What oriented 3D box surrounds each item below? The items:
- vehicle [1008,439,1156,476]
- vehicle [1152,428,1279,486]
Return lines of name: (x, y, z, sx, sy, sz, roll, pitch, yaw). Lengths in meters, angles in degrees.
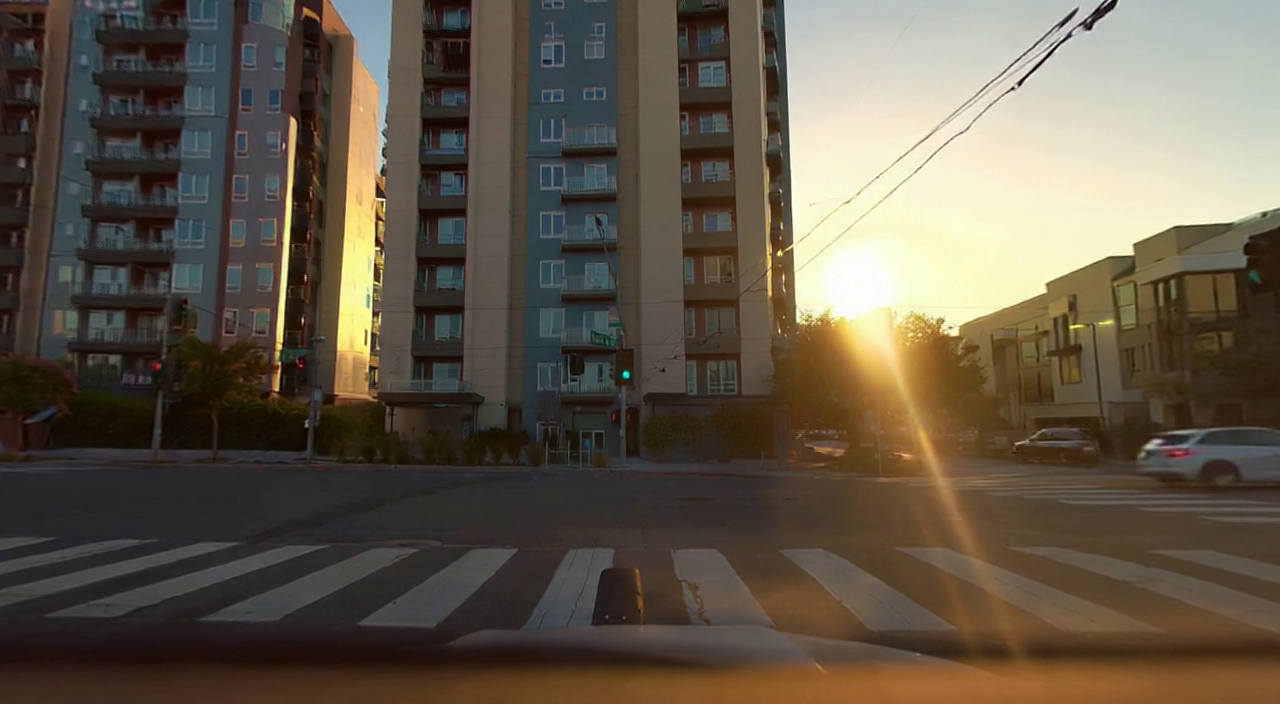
vehicle: (18.596, 4.459, 26.688, 4.823, 1.458, 1.914, 0, -9, -1)
vehicle: (20.313, 3.450, 20.800, 4.980, 1.792, 2.042, 0, -9, 1)
